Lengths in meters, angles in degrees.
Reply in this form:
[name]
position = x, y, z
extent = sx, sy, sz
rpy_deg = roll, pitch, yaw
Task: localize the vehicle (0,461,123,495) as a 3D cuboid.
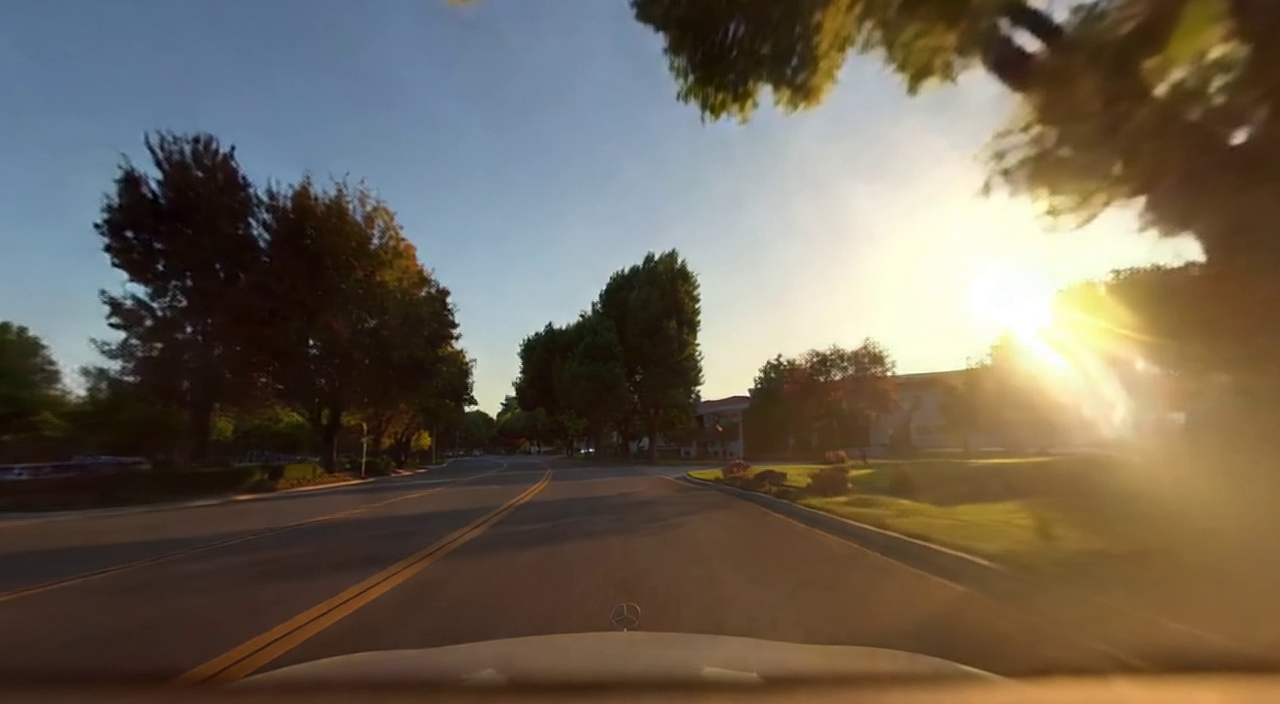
[vehicle]
position = -25.081, 5.436, 27.422
extent = 3.602, 1.387, 1.687
rpy_deg = 1, -9, -6
